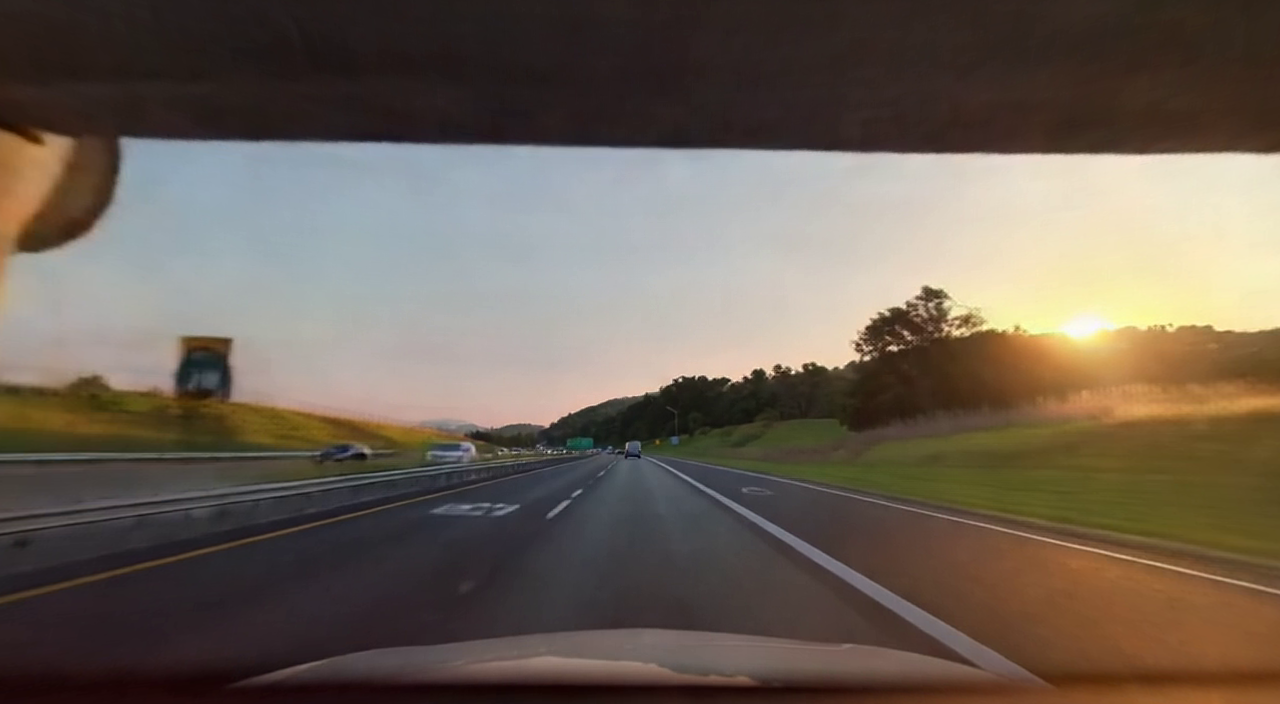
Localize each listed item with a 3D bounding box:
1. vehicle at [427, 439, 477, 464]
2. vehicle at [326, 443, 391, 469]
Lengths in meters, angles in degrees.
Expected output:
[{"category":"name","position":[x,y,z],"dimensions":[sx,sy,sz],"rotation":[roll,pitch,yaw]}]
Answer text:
[{"category":"vehicle","position":[-13.273,7.045,44.763],"dimensions":[2.204,1.648,4.529],"rotation":[0,-9,-1]},{"category":"vehicle","position":[-16.868,6.262,38.066],"dimensions":[1.846,1.467,4.569],"rotation":[0,-9,-1]}]
